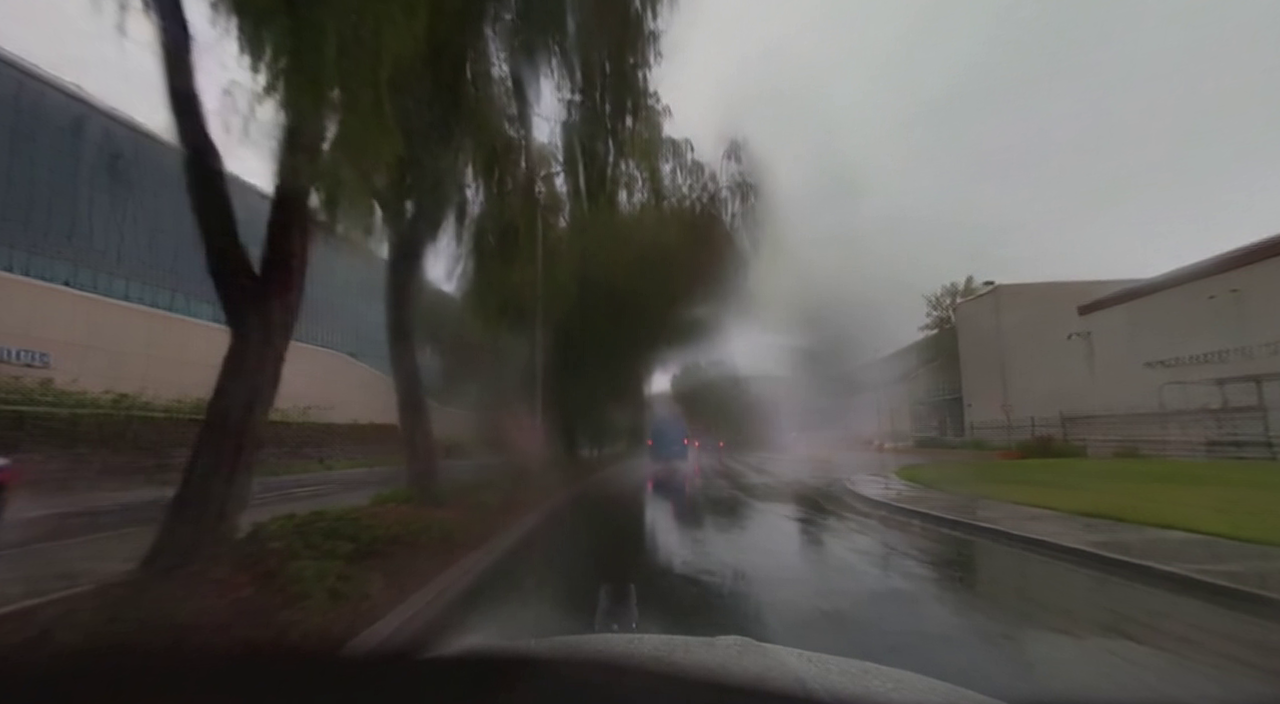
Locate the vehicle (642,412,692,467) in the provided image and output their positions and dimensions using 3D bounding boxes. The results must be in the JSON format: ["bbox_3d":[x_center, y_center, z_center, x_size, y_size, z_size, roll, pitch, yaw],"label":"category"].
[{"bbox_3d":[1.591,4.836,34.914,2.435,2.816,5.232,-1,-8,5],"label":"vehicle"}]
